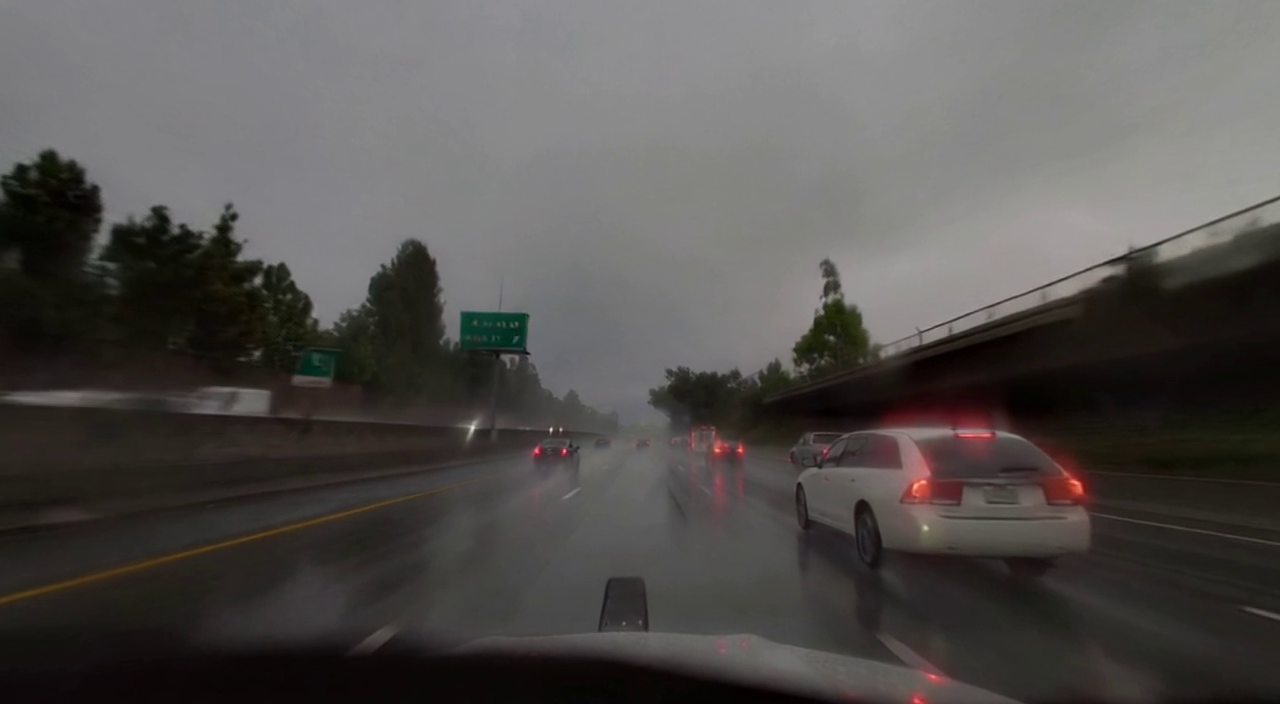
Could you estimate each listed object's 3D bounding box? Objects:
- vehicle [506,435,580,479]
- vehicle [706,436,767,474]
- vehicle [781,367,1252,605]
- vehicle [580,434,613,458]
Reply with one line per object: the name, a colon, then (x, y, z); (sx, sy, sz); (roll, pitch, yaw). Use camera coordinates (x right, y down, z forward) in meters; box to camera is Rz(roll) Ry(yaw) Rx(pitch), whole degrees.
vehicle: (-3.489, 3.861, 23.530); (1.978, 1.473, 4.073); (0, -8, 2)
vehicle: (4.070, 4.410, 27.172); (1.953, 1.480, 4.053); (0, -8, -1)
vehicle: (3.689, 1.489, 7.980); (2.517, 1.935, 5.552); (0, -8, 0)
vehicle: (-3.141, 6.888, 46.338); (2.020, 1.628, 4.248); (0, -8, 2)
